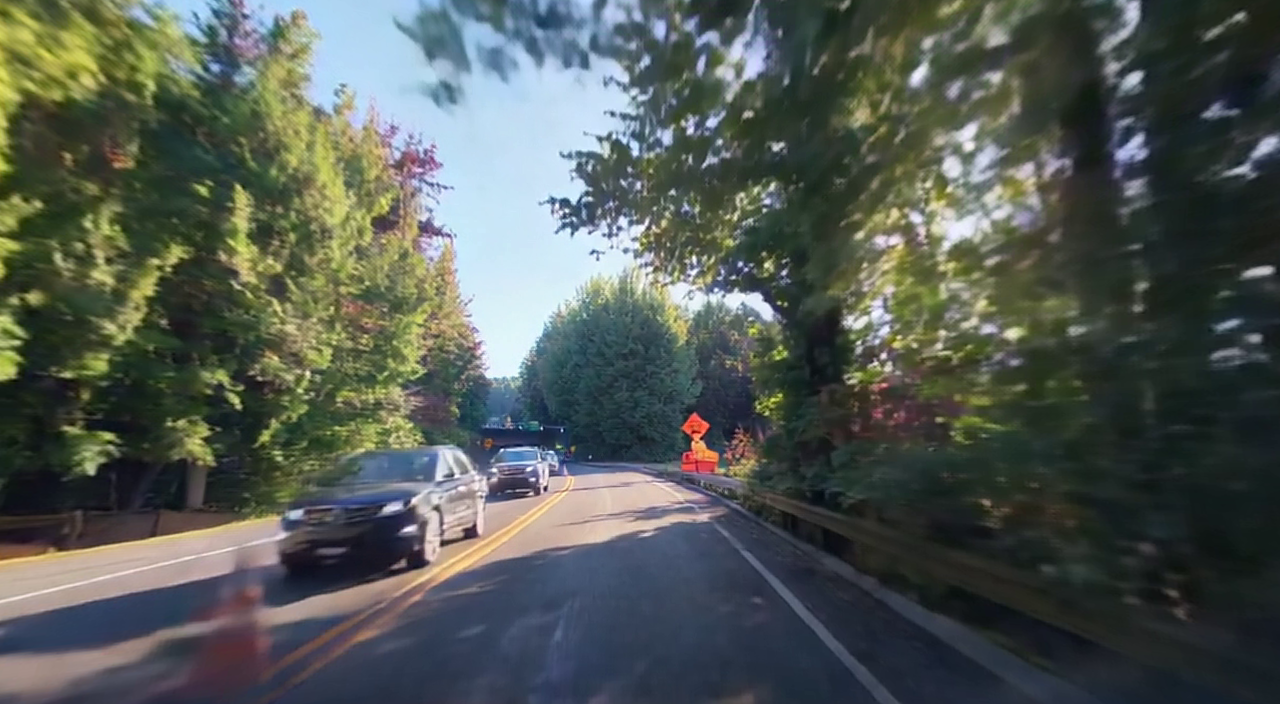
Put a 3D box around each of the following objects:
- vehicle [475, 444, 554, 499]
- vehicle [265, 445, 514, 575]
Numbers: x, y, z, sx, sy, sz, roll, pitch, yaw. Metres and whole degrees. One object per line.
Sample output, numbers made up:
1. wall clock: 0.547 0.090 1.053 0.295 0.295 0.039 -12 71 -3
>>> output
1. vehicle: -4.384 4.225 22.846 2.177 1.721 4.794 0 -9 -4
2. vehicle: -3.295 2.129 9.379 2.032 1.444 4.164 0 -9 -1
